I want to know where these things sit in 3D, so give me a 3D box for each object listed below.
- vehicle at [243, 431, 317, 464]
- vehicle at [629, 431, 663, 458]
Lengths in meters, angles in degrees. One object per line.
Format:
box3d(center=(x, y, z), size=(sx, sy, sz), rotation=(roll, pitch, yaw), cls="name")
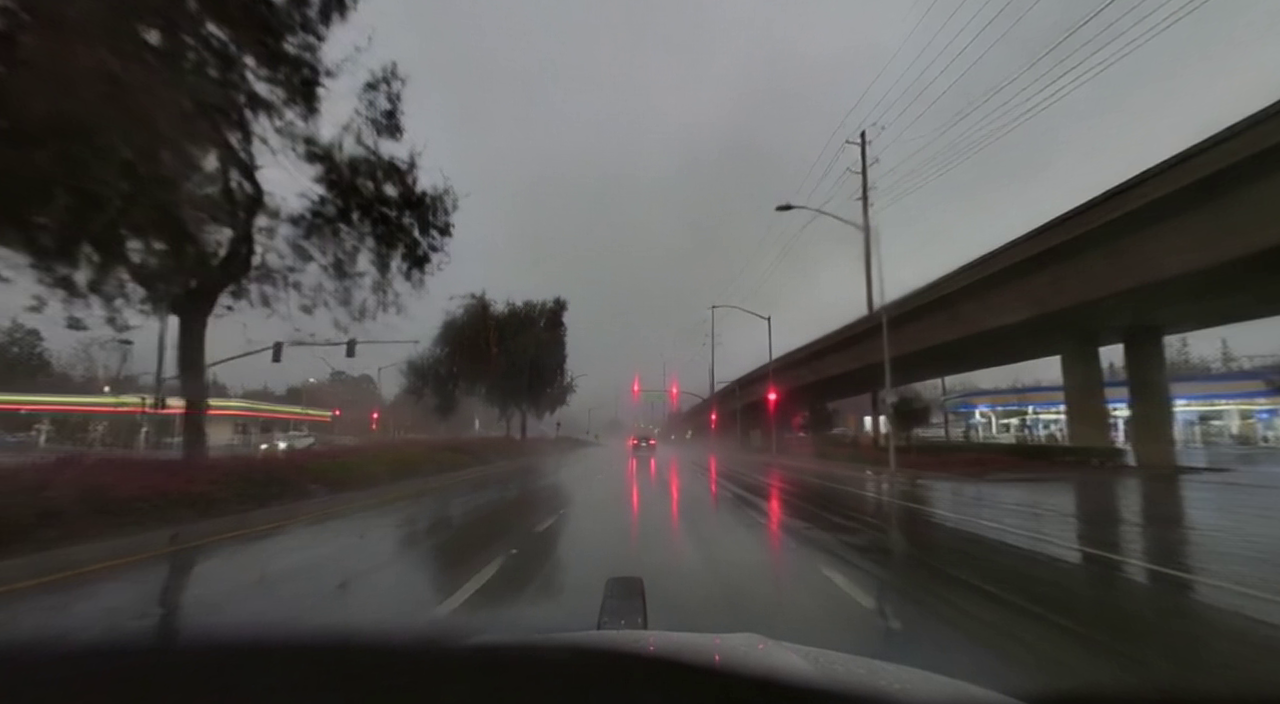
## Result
box3d(center=(-23.222, 6.198, 40.746), size=(2.026, 1.965, 4.674), rotation=(0, -8, -1), cls="vehicle")
box3d(center=(0.357, 5.914, 40.135), size=(2.074, 1.631, 3.793), rotation=(0, -8, 0), cls="vehicle")
